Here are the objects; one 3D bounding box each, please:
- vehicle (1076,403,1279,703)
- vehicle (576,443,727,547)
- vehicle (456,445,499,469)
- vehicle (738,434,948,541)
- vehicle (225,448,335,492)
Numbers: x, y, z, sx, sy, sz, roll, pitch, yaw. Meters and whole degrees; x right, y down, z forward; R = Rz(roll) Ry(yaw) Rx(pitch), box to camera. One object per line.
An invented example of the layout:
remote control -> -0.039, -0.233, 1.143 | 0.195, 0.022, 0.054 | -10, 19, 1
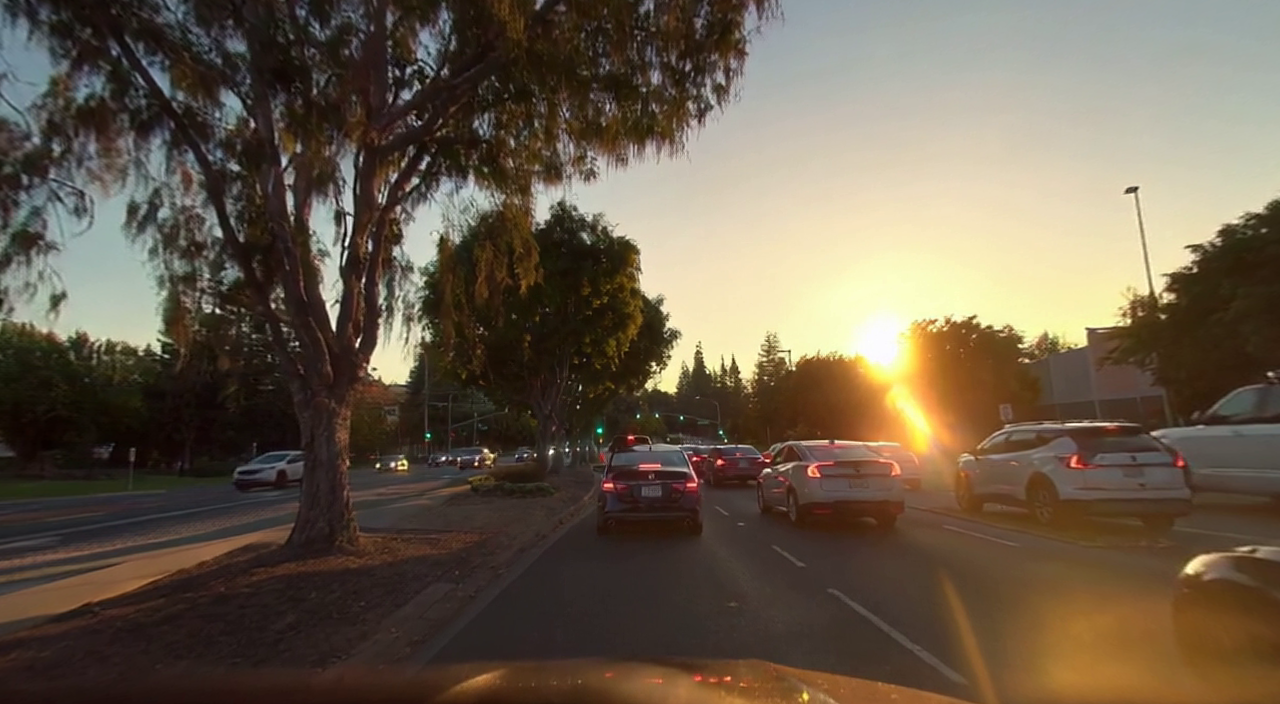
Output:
vehicle -> 3.480, 0.760, 1.241 | 1.959, 1.472, 4.571 | 0, -9, 0
vehicle -> 0.088, 2.197, 10.427 | 1.990, 1.347, 4.067 | 0, -9, -2
vehicle -> -11.907, 7.698, 46.675 | 1.980, 1.675, 4.581 | 0, -9, 0
vehicle -> 3.181, 2.243, 11.201 | 1.970, 1.445, 4.974 | 0, -9, -1
vehicle -> -15.624, 5.100, 27.791 | 2.080, 1.738, 4.686 | 0, -9, 0
